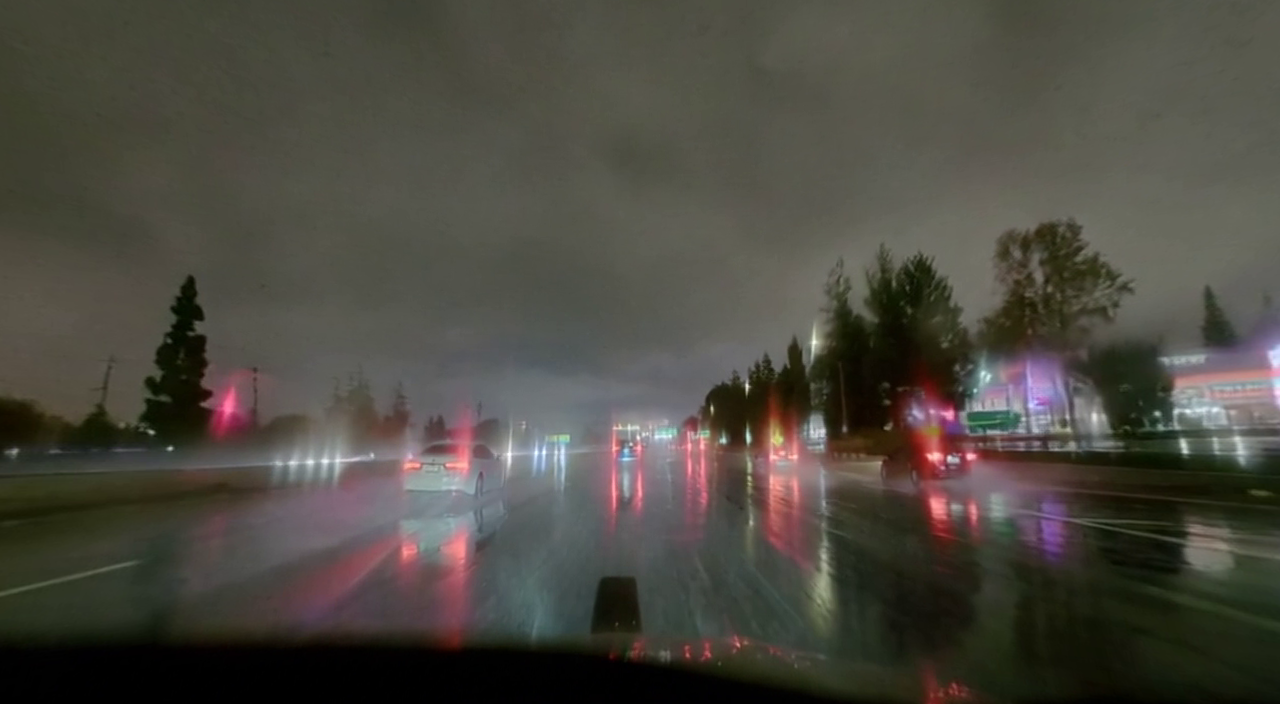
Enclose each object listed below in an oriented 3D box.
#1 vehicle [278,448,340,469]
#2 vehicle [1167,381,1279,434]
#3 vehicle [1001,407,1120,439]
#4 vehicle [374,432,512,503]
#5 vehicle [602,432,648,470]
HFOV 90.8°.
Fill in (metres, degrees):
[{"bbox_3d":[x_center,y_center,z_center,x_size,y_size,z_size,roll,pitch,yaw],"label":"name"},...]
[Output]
[{"bbox_3d":[-25.568,8.221,48.987,1.872,1.473,4.725,-1,-9,6],"label":"vehicle"},{"bbox_3d":[21.410,1.997,22.985,3.961,1.663,1.906,0,-7,-28],"label":"vehicle"},{"bbox_3d":[20.703,3.521,31.232,4.487,1.477,1.804,-1,-9,4],"label":"vehicle"},{"bbox_3d":[-4.631,2.785,15.665,1.907,1.483,4.562,0,-9,1],"label":"vehicle"},{"bbox_3d":[-0.697,5.232,33.420,2.155,1.856,4.796,0,-9,2],"label":"vehicle"}]
